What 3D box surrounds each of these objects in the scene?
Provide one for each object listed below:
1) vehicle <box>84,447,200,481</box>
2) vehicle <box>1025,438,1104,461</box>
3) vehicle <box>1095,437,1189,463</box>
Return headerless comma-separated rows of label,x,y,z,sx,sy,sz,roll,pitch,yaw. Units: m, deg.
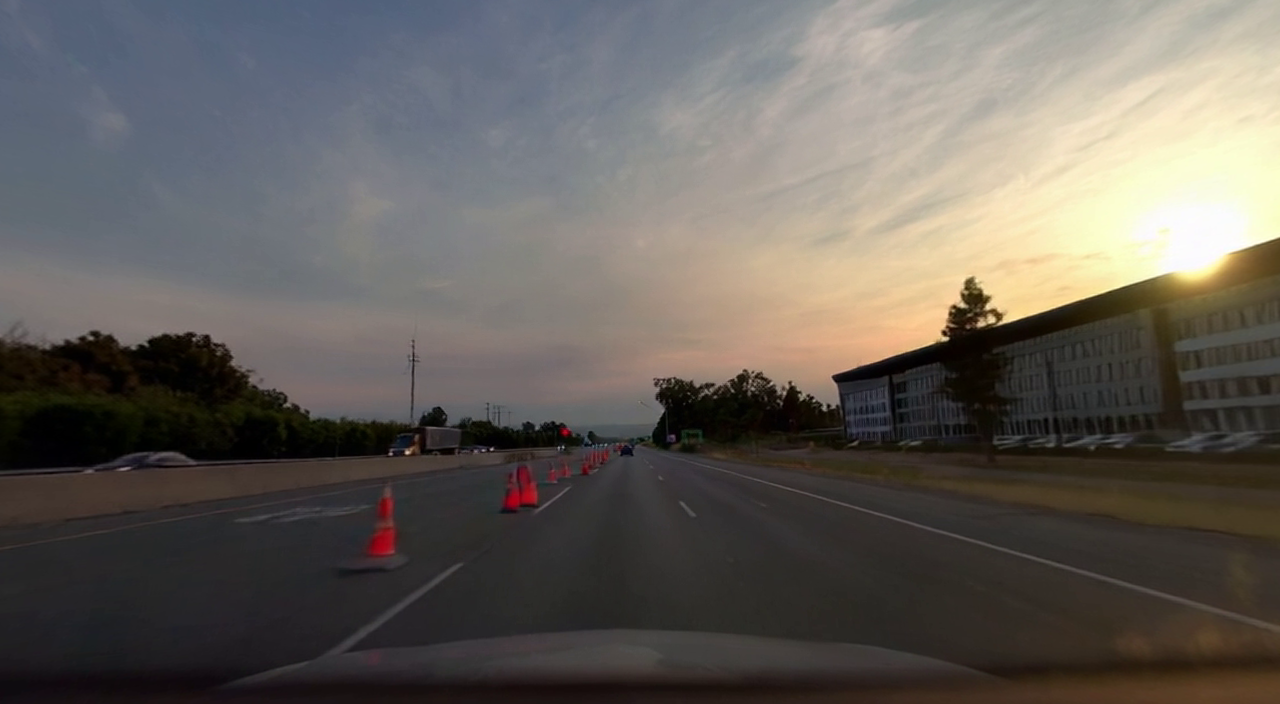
vehicle,-24.342,5.477,31.172,1.927,1.547,4.724,0,-9,-1
vehicle,30.220,6.962,45.103,4.160,1.547,1.986,0,-9,-1
vehicle,29.573,5.784,37.305,3.869,1.464,1.920,0,-9,-1
